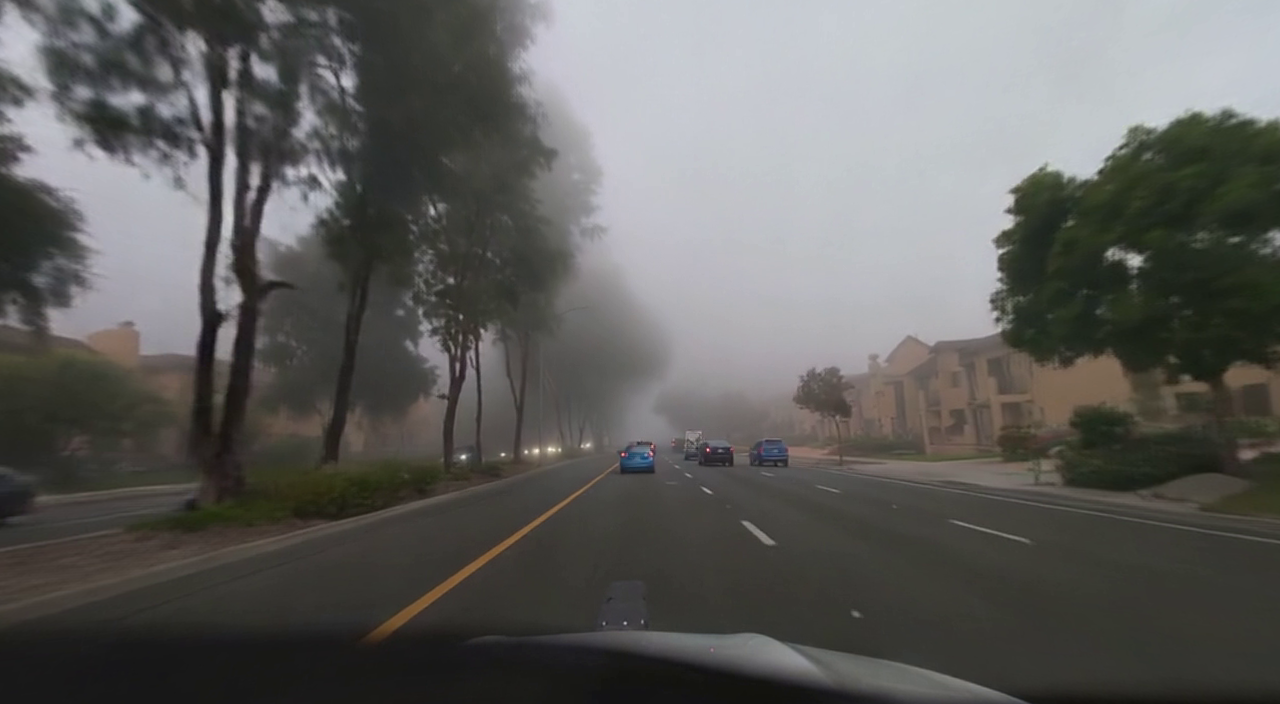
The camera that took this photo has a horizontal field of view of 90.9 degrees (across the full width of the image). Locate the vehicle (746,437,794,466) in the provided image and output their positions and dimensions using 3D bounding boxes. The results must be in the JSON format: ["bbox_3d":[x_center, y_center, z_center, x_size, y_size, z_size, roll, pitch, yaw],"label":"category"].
[{"bbox_3d":[7.888,6.071,38.565,1.972,1.700,4.269,0,-8,0],"label":"vehicle"}]

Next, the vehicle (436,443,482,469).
[{"bbox_3d":[-13.471,7.760,47.265,2.019,1.778,4.593,0,-8,1],"label":"vehicle"}]

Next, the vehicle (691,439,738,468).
[{"bbox_3d":[4.085,5.637,35.117,2.067,1.514,4.188,0,-8,0],"label":"vehicle"}]

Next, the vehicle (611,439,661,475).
[{"bbox_3d":[-0.139,4.787,28.958,2.102,1.481,3.907,0,-8,1],"label":"vehicle"}]
